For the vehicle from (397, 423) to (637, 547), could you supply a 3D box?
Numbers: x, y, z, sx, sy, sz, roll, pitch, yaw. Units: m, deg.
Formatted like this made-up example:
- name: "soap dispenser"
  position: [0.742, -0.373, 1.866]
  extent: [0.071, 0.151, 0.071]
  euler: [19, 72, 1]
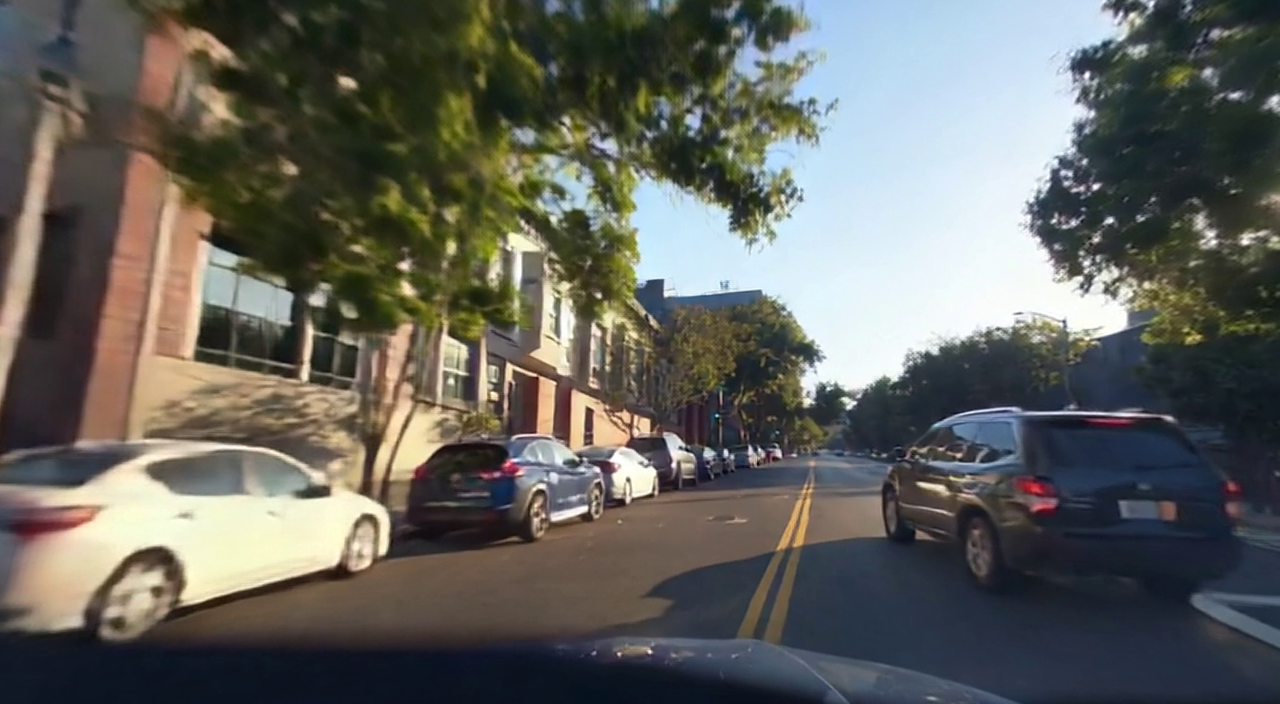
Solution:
- name: "vehicle"
  position: [-1.779, 2.187, 11.131]
  extent: [2.179, 1.658, 4.765]
  euler: [-3, -9, 16]

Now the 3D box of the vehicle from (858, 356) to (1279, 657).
- name: "vehicle"
  position: [4.327, 1.424, 7.046]
  extent: [2.411, 1.899, 5.993]
  euler: [-1, -9, 8]

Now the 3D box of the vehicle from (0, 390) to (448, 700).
- name: "vehicle"
  position: [-3.787, 1.367, 5.616]
  extent: [1.922, 1.628, 4.291]
  euler: [-3, -9, 15]
